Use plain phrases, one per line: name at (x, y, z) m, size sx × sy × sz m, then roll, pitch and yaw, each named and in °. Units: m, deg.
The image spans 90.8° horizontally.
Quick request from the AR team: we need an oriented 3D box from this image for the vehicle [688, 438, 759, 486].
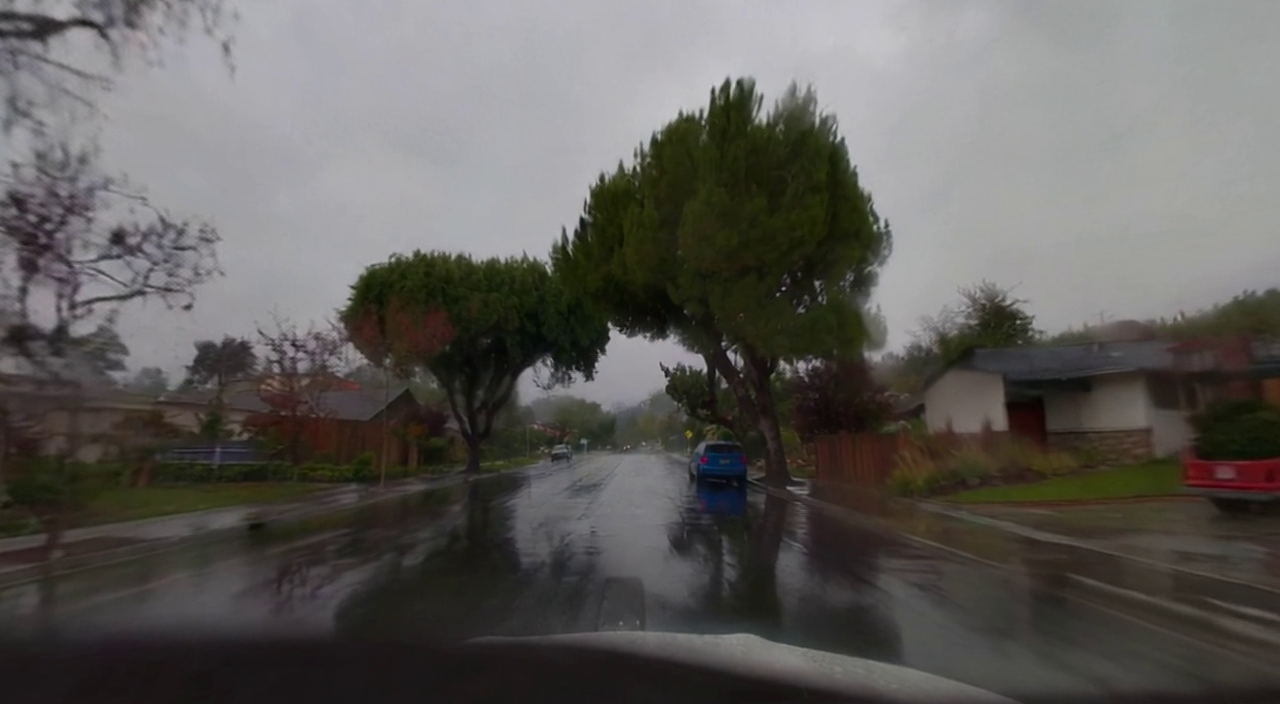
vehicle at (3.049, 4.117, 24.019) m, size 2.114 × 1.633 × 4.042 m, roll 0°, pitch -8°, yaw -1°
